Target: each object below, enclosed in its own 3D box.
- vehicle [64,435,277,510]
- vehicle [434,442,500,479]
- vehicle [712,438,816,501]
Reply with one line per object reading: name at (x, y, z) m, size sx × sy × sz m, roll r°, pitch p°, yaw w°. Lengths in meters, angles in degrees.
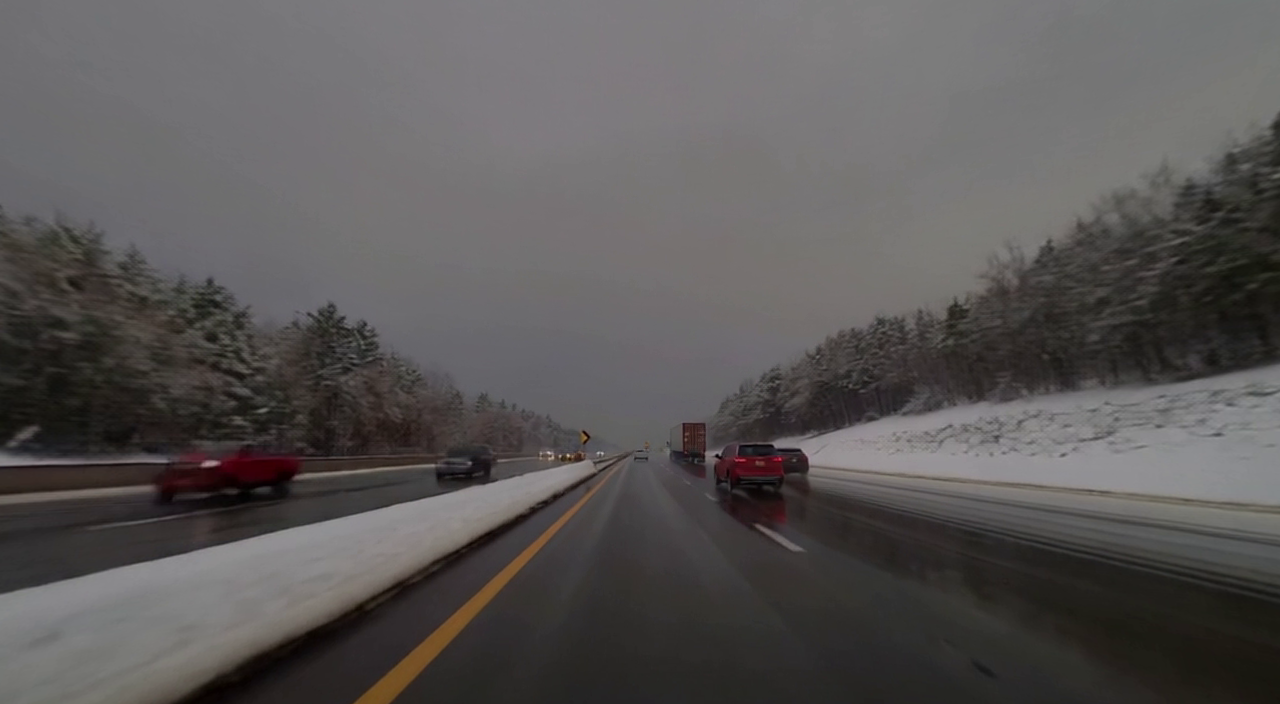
vehicle at (-11.610, 2.990, 16.125) m, size 1.961 × 1.615 × 4.473 m, roll 0°, pitch -9°, yaw 0°
vehicle at (-8.010, 5.052, 29.653) m, size 1.920 × 1.606 × 4.329 m, roll 0°, pitch -8°, yaw -1°
vehicle at (3.582, 3.495, 19.184) m, size 2.130 × 1.658 × 4.537 m, roll 0°, pitch -9°, yaw -2°
